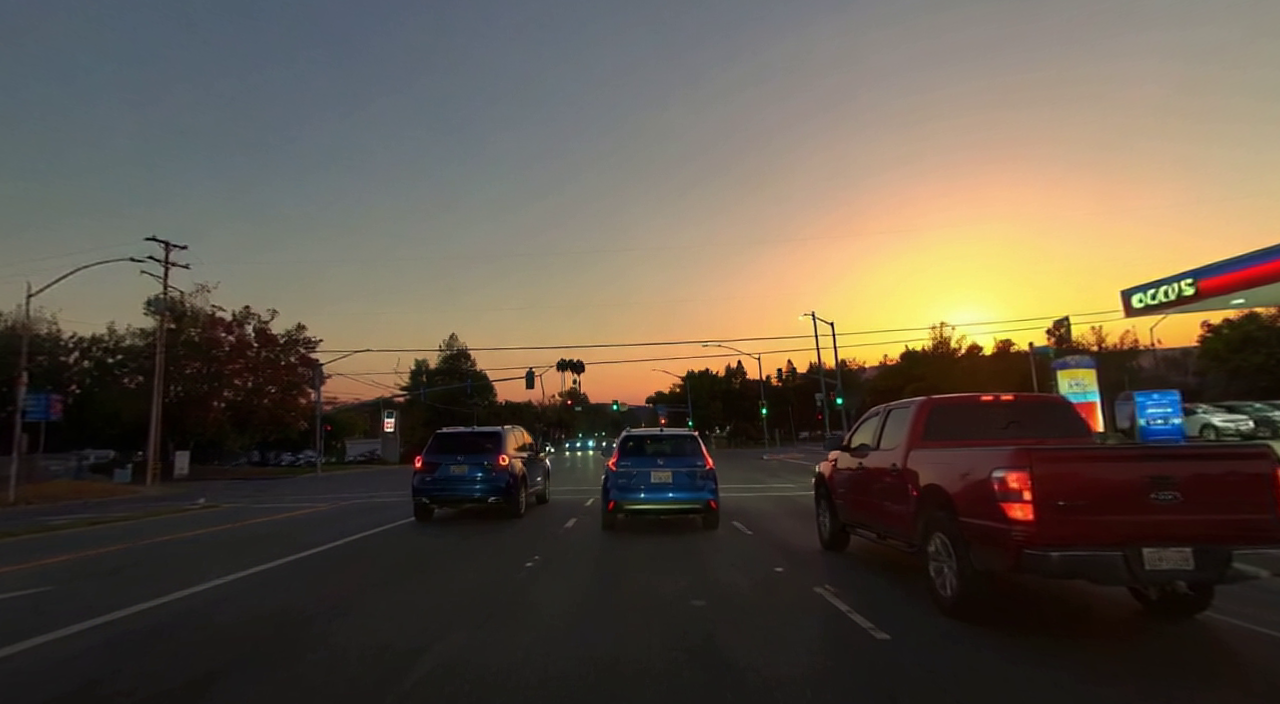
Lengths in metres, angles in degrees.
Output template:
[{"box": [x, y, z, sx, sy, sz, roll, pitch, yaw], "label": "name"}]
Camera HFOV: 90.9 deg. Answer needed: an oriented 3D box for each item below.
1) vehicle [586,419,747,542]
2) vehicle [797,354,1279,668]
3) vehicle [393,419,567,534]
[{"box": [0.355, 2.050, 10.645, 2.181, 1.650, 4.083, 0, -8, 0], "label": "vehicle"}, {"box": [3.416, 1.326, 6.491, 2.161, 1.868, 5.321, 0, -8, -1], "label": "vehicle"}, {"box": [-2.700, 2.220, 11.848, 2.019, 1.731, 4.299, 0, -8, 2], "label": "vehicle"}]
